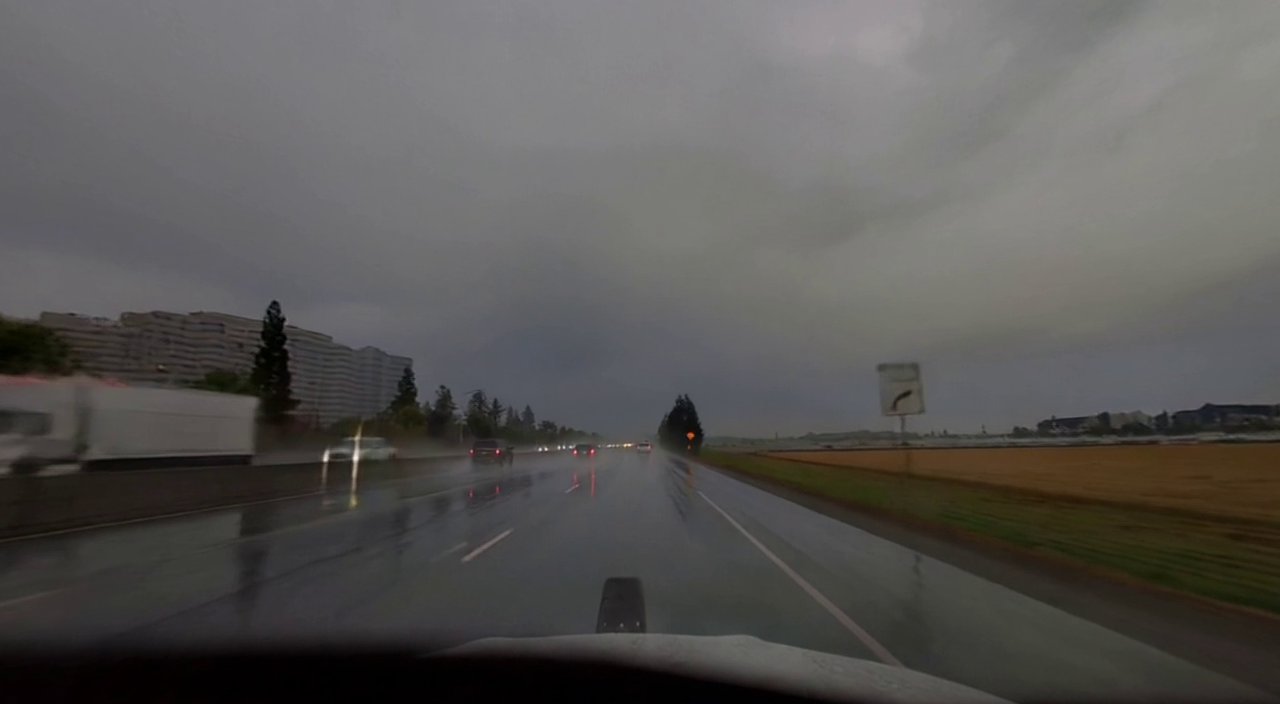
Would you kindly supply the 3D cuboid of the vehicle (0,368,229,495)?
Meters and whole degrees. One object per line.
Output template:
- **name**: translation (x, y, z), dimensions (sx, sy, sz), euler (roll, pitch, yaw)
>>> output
- **vehicle**: translation (-18.981, 2.899, 22.450), dimensions (2.951, 3.679, 8.155), euler (0, -9, 0)

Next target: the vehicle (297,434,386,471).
- **vehicle**: translation (-14.978, 5.089, 31.973), dimensions (2.136, 1.700, 4.727), euler (0, -8, 1)

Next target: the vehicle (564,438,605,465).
- **vehicle**: translation (-3.539, 6.458, 41.023), dimensions (2.083, 1.588, 4.801), euler (0, -8, 1)

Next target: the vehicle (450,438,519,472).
- **vehicle**: translation (-7.389, 4.944, 30.440), dimensions (2.034, 1.523, 4.627), euler (0, -8, 1)
